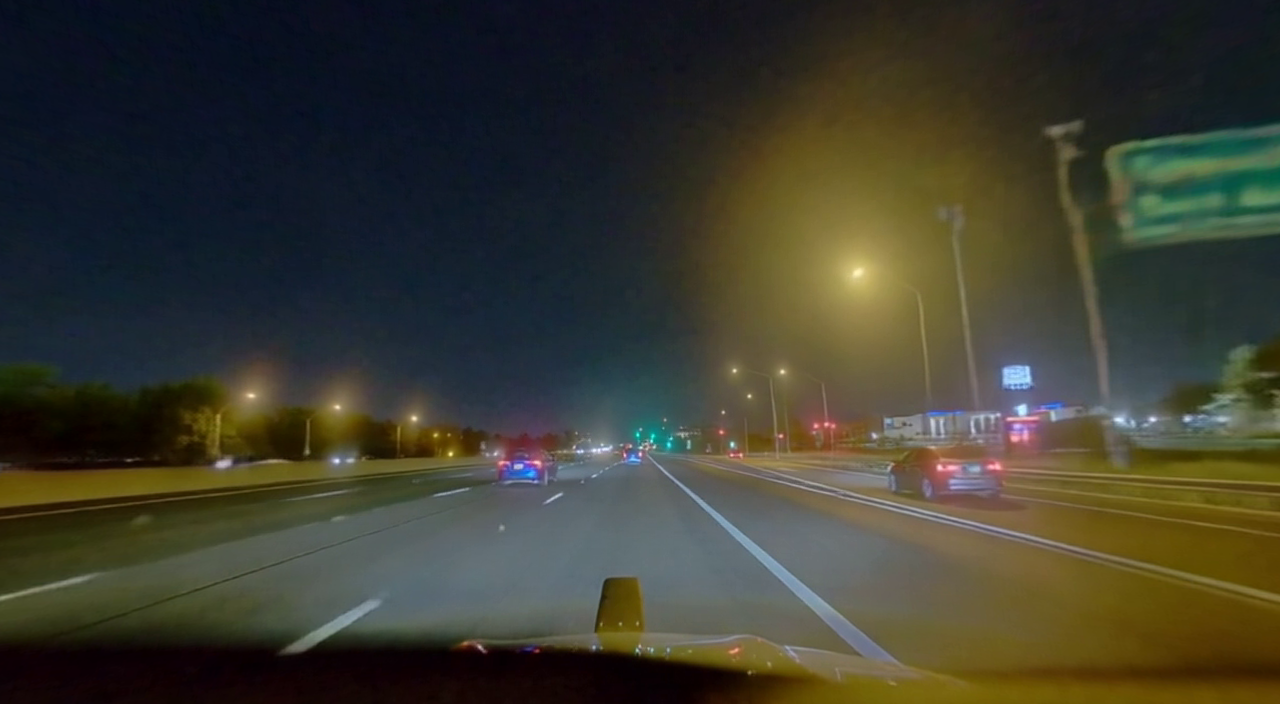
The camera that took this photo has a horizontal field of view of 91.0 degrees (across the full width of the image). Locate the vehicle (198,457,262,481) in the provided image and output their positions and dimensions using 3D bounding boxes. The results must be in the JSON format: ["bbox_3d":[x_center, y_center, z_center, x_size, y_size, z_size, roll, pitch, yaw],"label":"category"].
[{"bbox_3d":[-29.389,8.386,45.272,1.790,1.522,4.123,0,-9,0],"label":"vehicle"}]

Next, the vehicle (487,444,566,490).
[{"bbox_3d":[-4.140,4.278,23.686,2.071,1.553,4.388,0,-9,1],"label":"vehicle"}]

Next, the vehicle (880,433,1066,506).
[{"bbox_3d":[8.236,2.966,16.355,2.035,1.566,5.409,0,-9,2],"label":"vehicle"}]
